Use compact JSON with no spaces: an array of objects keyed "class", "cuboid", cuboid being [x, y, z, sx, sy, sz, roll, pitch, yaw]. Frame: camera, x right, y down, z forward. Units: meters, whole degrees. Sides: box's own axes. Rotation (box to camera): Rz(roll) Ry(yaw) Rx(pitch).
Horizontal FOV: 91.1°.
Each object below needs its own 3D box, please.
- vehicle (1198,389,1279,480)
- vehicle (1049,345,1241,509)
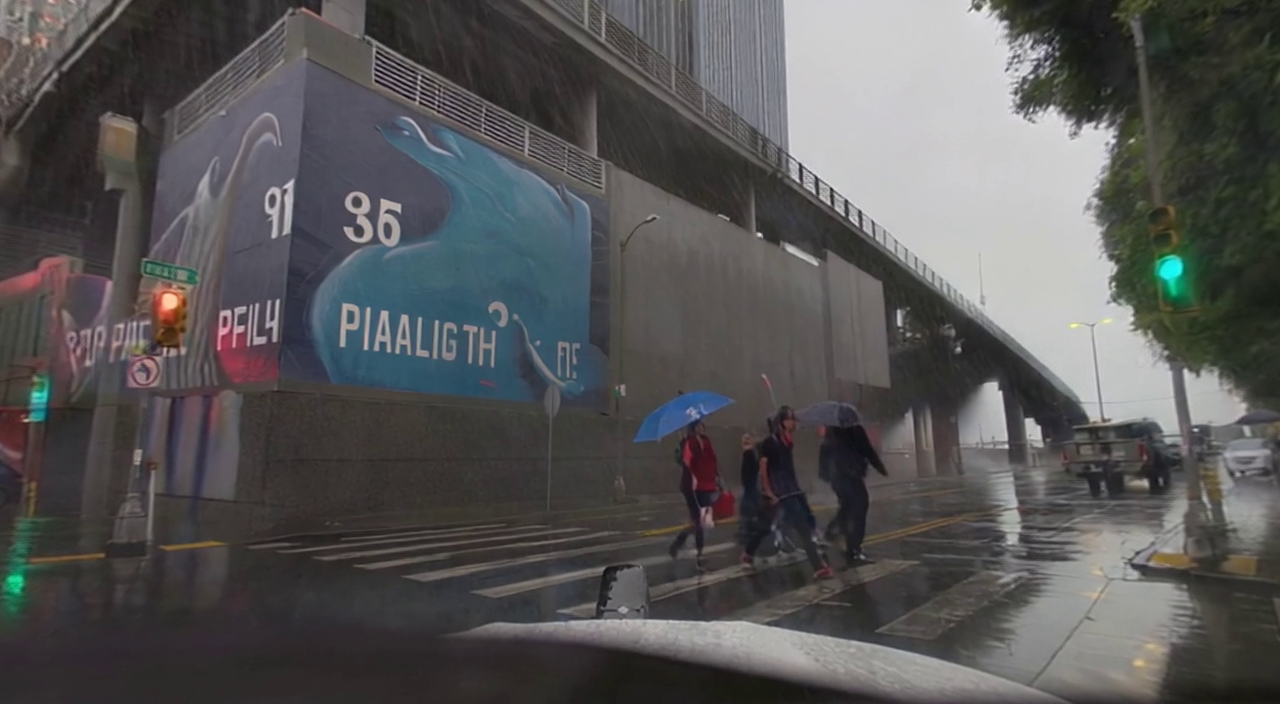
[{"class":"vehicle","cuboid":[32.739,4.437,33.445,12.015,4.103,2.920,7,-11,-42]},{"class":"vehicle","cuboid":[15.741,2.373,19.208,9.347,3.893,2.849,7,-11,-42]}]
